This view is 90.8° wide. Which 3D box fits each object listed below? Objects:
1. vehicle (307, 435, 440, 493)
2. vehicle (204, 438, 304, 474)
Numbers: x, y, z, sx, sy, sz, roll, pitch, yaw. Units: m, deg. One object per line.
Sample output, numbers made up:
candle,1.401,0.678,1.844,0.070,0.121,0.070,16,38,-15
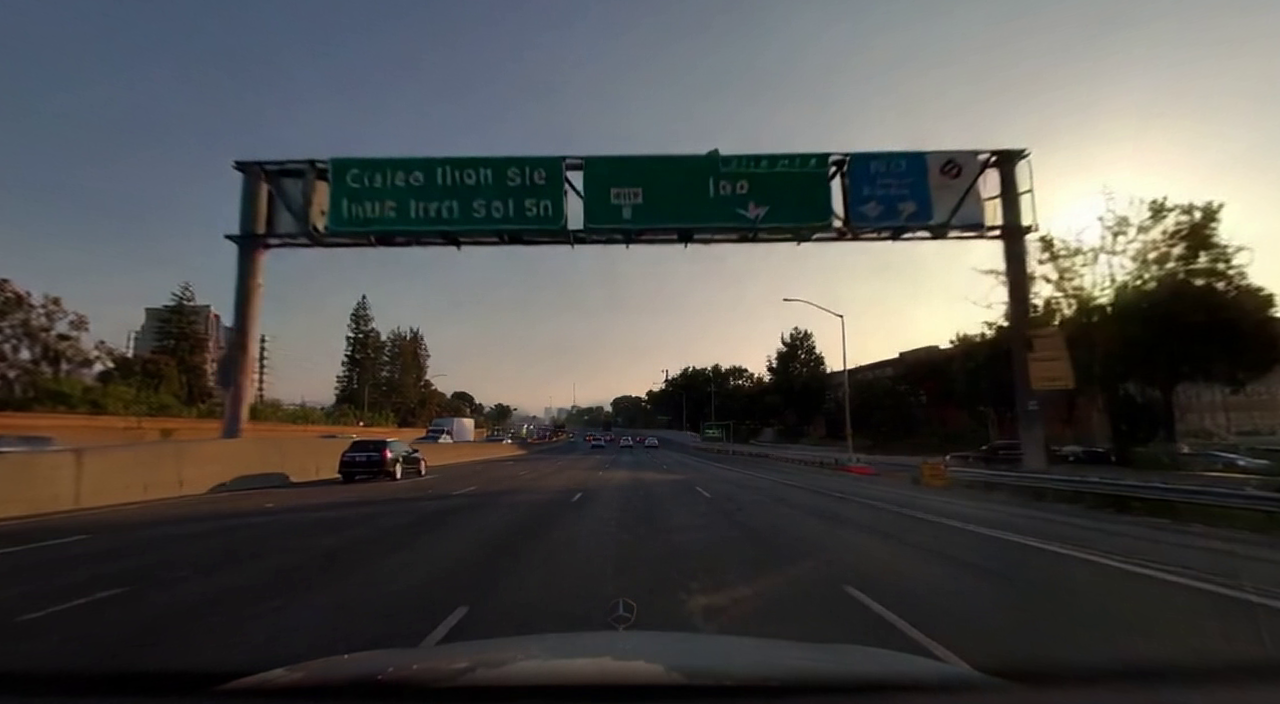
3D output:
vehicle,-7.803,3.322,19.086,2.060,1.507,4.494,0,-9,0
vehicle,-19.130,5.165,31.615,2.092,1.657,4.704,0,-9,-1
